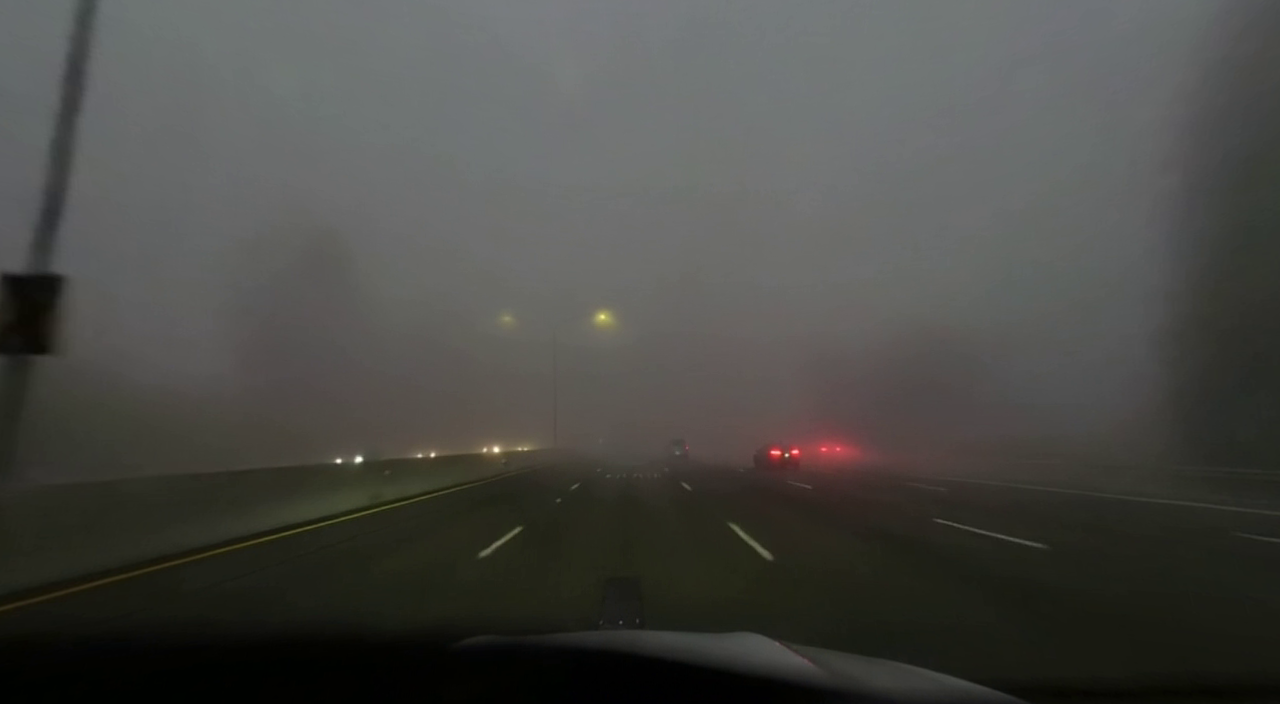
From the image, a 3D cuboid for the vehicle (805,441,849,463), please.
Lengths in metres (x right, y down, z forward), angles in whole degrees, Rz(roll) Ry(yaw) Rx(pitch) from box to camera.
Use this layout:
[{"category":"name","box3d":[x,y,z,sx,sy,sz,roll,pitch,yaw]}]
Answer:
[{"category":"vehicle","box3d":[14.608,7.827,49.569,2.025,1.595,4.268,0,-8,-1]}]

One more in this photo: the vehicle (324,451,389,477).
[{"category":"vehicle","box3d":[-18.099,7.118,40.575,2.022,1.453,4.757,0,-8,-1]}]

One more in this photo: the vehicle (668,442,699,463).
[{"category":"vehicle","box3d":[3.332,7.800,49.102,2.056,1.553,4.320,0,-8,-1]}]

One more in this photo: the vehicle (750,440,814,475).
[{"category":"vehicle","box3d":[6.666,4.975,30.075,2.038,1.528,3.910,0,-8,-1]}]
